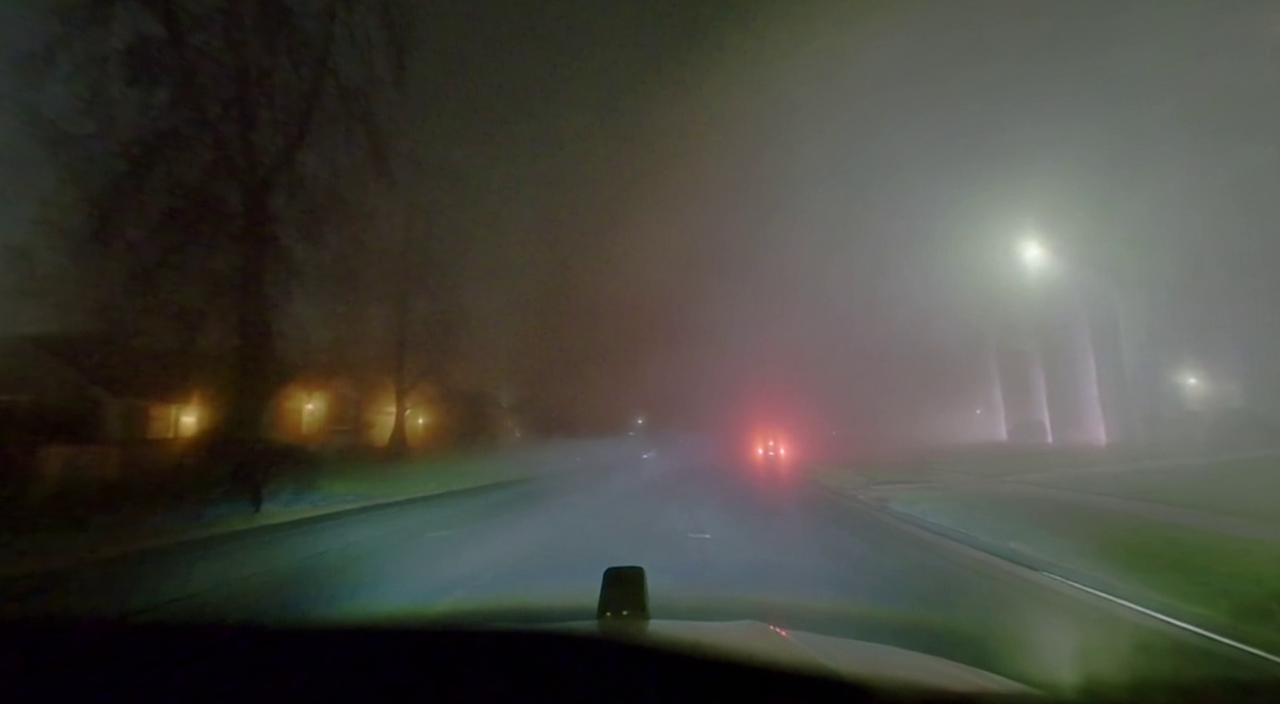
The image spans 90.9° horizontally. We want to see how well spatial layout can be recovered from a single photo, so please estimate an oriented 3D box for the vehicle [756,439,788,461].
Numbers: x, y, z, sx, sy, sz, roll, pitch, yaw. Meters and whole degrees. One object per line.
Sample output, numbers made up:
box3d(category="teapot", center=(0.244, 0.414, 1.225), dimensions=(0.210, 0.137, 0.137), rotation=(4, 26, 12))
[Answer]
box3d(category="vehicle", center=(9.621, 7.095, 45.683), dimensions=(2.129, 1.490, 4.369), rotation=(-2, -9, 12))
